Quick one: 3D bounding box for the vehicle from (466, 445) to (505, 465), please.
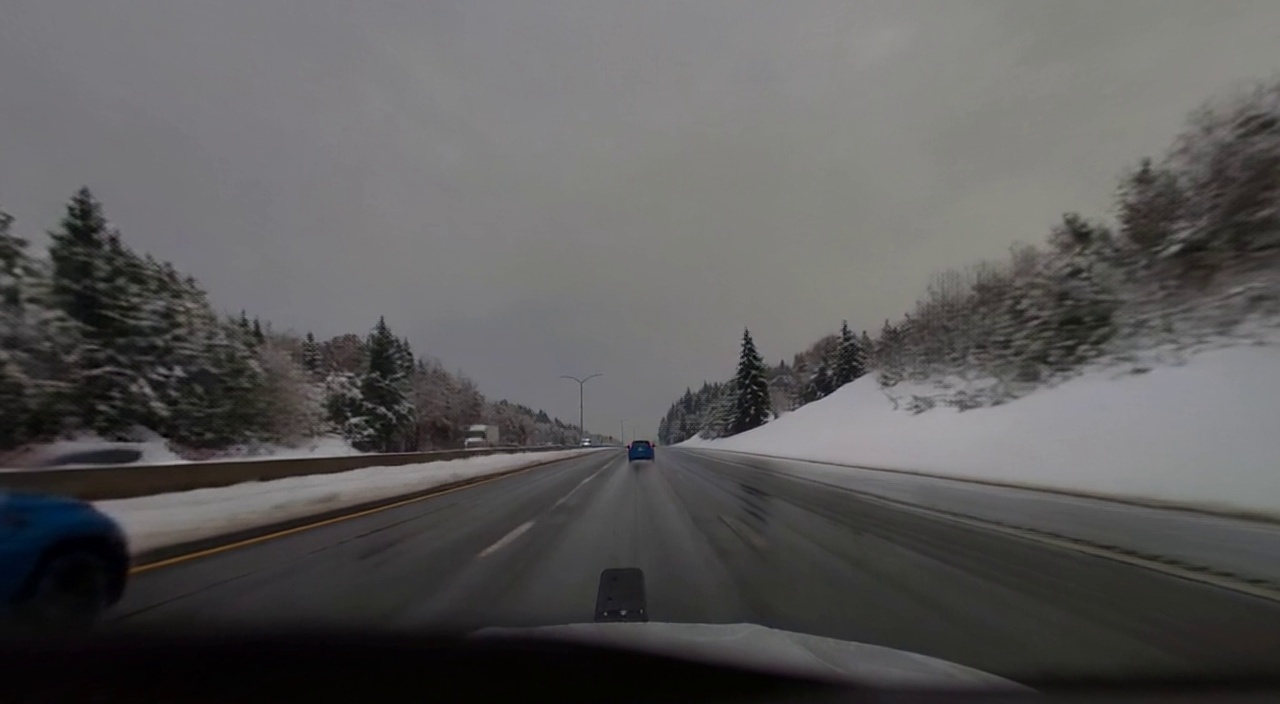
[{"bbox_3d":[-11.795,7.904,48.467,1.866,1.470,4.358,0,-9,1],"label":"vehicle"}]

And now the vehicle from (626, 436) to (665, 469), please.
[{"bbox_3d":[0.321,6.142,38.571,2.247,1.825,4.036,0,-9,0],"label":"vehicle"}]

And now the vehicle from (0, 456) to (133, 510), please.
[{"bbox_3d":[-19.022,4.099,20.168,1.931,1.454,4.316,0,-9,0],"label":"vehicle"}]
